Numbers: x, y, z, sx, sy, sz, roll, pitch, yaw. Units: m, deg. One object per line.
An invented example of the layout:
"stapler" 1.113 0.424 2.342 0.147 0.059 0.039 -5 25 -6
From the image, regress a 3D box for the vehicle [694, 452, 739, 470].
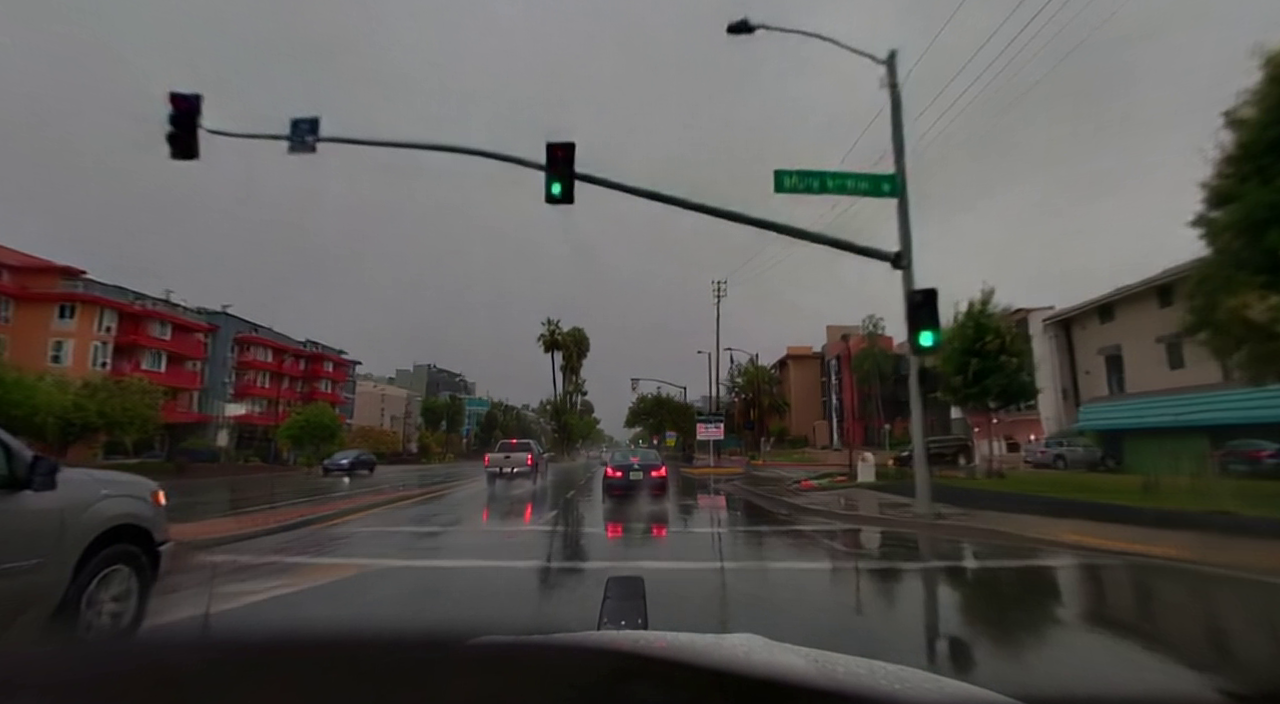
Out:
"vehicle" 5.597 7.913 45.665 2.949 1.209 3.070 -2 -9 13

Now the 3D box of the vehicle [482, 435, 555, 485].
"vehicle" -5.489 4.983 29.297 2.447 2.062 5.911 0 -9 -2

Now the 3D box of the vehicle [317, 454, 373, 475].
"vehicle" -22.939 8.745 49.038 1.982 1.482 4.643 -1 -9 1

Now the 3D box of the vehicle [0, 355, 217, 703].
"vehicle" -4.540 0.783 2.060 2.187 1.904 6.103 0 -9 -2

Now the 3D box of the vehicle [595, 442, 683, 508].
"vehicle" -0.100 3.274 17.228 2.122 1.562 4.152 0 -9 -2

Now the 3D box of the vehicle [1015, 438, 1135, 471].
"vehicle" 26.409 6.210 38.280 5.602 1.903 2.128 -1 -9 1
